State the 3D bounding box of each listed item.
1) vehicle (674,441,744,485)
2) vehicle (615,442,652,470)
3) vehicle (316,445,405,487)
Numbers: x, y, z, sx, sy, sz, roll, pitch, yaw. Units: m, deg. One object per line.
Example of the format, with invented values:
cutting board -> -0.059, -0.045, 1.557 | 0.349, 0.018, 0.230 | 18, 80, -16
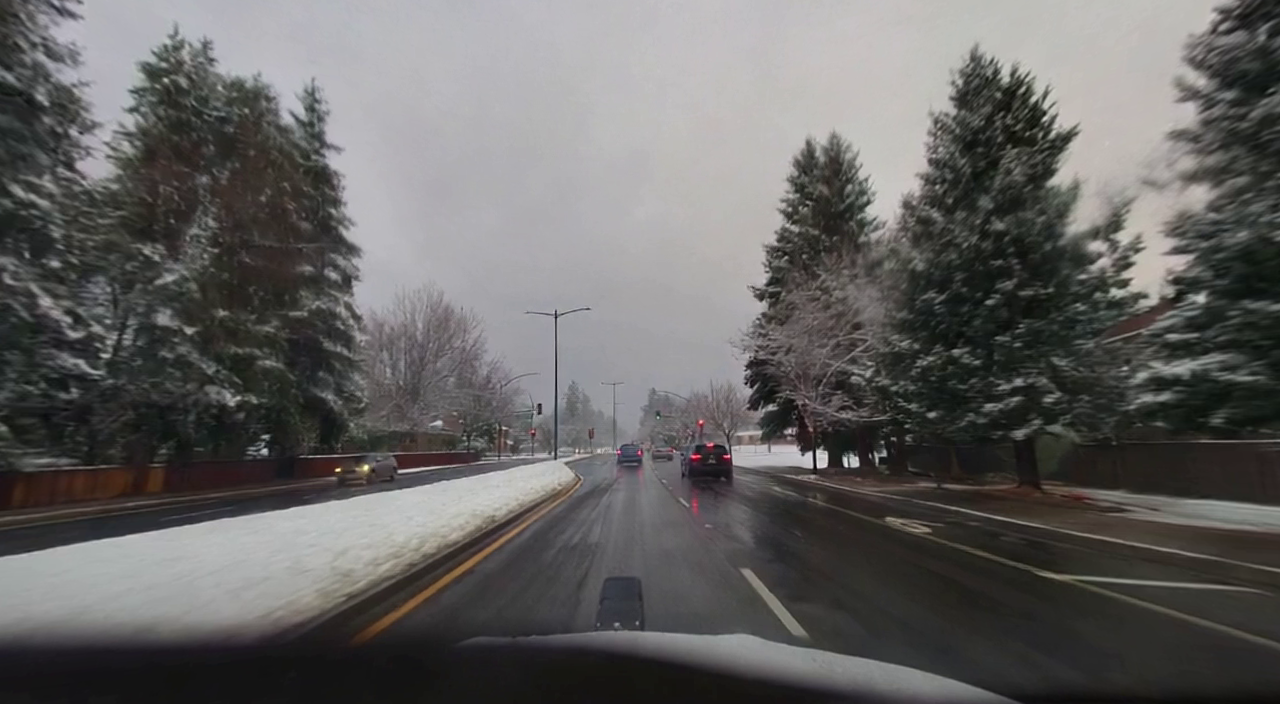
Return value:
vehicle -> 2.496, 4.141, 24.018 | 2.057, 1.496, 4.401 | 0, -8, -1
vehicle -> -0.391, 6.101, 37.240 | 2.018, 1.511, 3.993 | 0, -8, -1
vehicle -> -12.466, 5.080, 28.569 | 1.993, 1.708, 4.623 | 0, -8, -1
